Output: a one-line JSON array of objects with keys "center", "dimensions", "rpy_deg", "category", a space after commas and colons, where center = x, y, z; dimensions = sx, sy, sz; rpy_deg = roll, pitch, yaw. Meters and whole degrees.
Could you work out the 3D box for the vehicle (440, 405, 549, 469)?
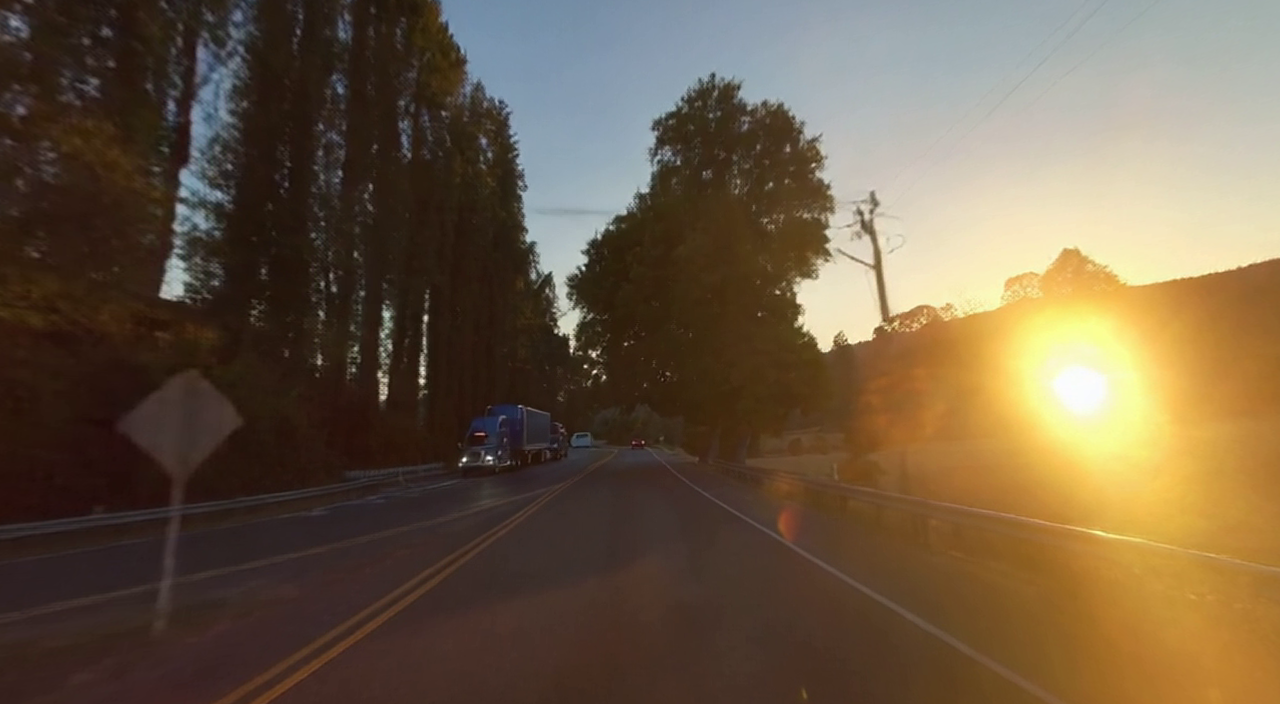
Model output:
[{"center": [-9.668, 6.053, 43.486], "dimensions": [5.596, 3.130, 8.972], "rpy_deg": [-3, -14, -2], "category": "vehicle"}]
